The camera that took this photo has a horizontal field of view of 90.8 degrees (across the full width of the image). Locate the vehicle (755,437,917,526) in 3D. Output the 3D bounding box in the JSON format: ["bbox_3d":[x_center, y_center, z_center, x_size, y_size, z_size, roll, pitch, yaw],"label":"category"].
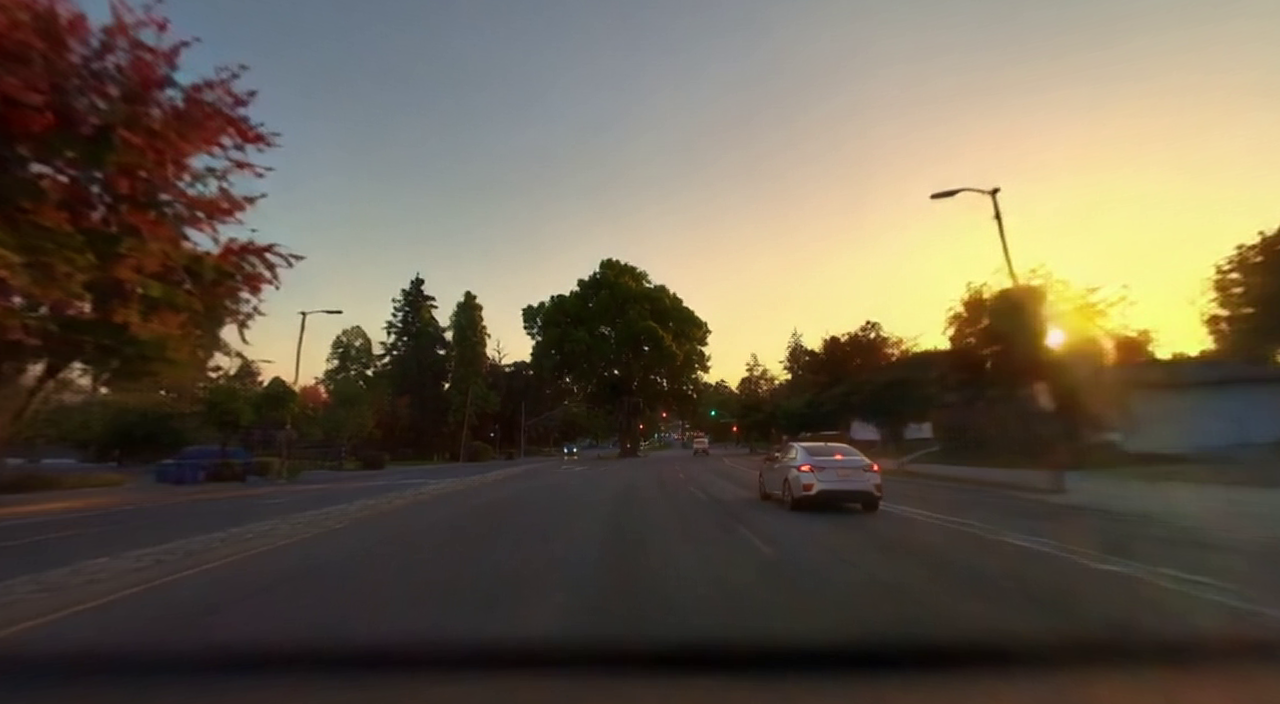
[{"bbox_3d":[3.613,2.451,12.516,1.852,1.453,4.083,0,-9,-1],"label":"vehicle"}]
